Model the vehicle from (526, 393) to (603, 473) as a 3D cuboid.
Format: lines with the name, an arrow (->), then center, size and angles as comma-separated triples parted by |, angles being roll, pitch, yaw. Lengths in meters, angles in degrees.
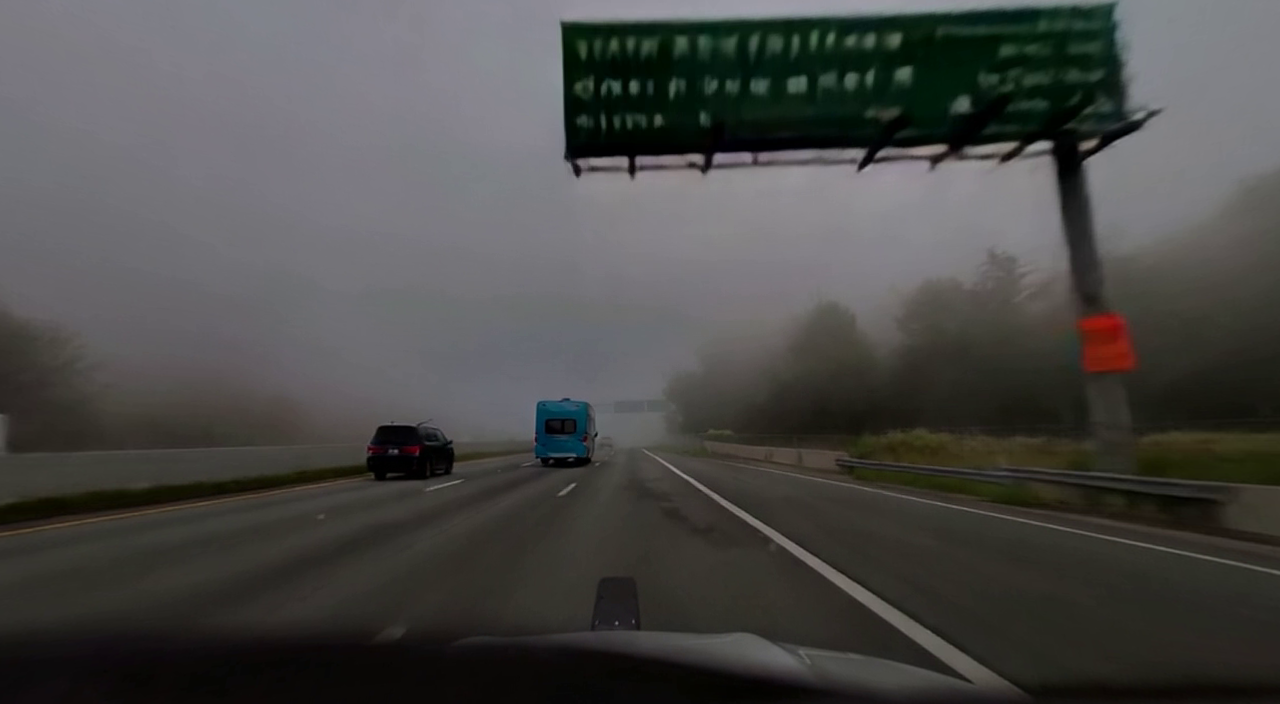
vehicle -> -3.312, 3.838, 29.654 | 2.676, 3.269, 7.388 | 0, -8, 0

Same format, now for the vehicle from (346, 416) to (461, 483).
vehicle -> -7.336, 3.050, 20.053 | 2.045, 1.873, 4.202 | 0, -8, 0

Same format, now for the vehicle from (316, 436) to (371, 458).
vehicle -> -20.537, 6.573, 43.819 | 1.793, 1.439, 4.273 | 0, -8, -1
